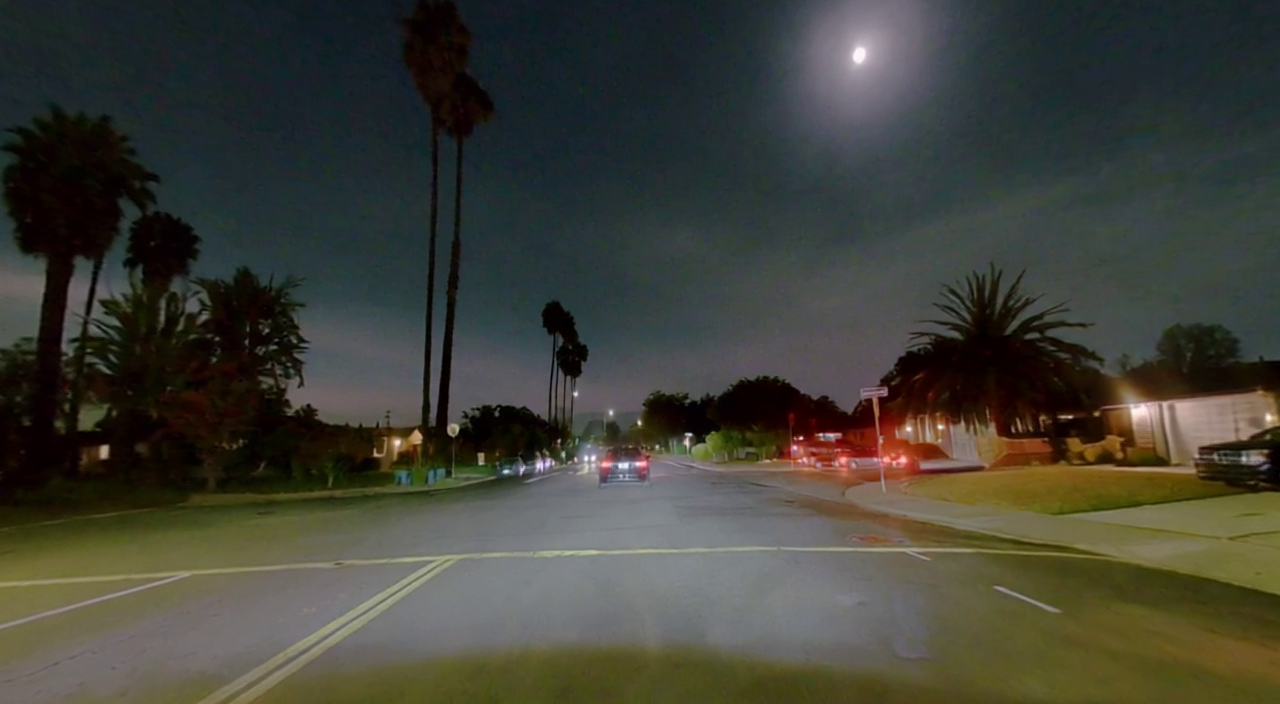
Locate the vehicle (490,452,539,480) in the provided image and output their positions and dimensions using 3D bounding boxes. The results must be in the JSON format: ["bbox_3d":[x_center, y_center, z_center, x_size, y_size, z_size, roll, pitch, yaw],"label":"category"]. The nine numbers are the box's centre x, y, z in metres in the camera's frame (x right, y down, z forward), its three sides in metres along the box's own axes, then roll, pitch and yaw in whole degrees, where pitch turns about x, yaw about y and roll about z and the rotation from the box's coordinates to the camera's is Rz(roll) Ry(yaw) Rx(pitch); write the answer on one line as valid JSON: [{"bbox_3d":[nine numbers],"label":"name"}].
[{"bbox_3d":[-7.905,7.200,40.179,2.069,1.441,4.368,-3,-7,2],"label":"vehicle"}]

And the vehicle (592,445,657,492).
[{"bbox_3d":[-0.522,4.113,22.568,2.098,1.483,4.099,0,-9,-1],"label":"vehicle"}]
